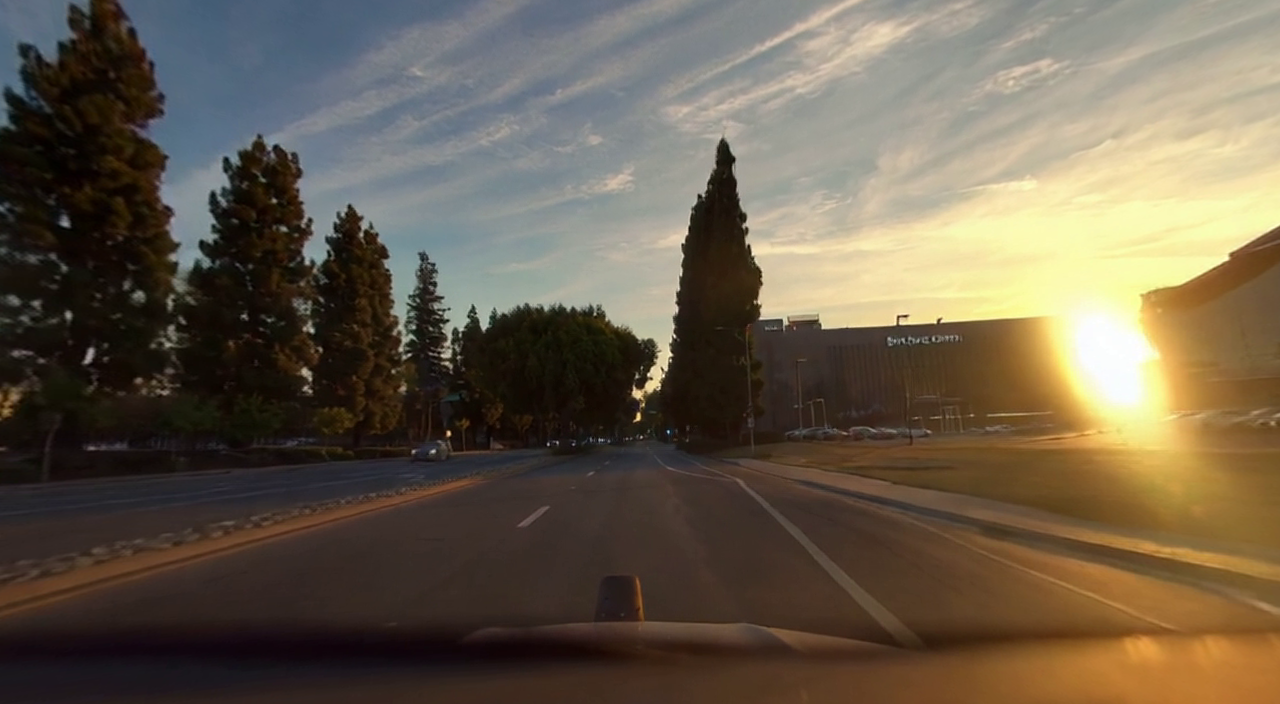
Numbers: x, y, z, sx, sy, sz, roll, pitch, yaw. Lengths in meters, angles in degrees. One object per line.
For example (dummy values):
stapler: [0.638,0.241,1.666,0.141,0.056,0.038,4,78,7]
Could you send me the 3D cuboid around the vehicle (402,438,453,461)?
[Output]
vehicle: [-15.926,7.330,47.616,2.131,1.679,4.554,-1,-8,2]
